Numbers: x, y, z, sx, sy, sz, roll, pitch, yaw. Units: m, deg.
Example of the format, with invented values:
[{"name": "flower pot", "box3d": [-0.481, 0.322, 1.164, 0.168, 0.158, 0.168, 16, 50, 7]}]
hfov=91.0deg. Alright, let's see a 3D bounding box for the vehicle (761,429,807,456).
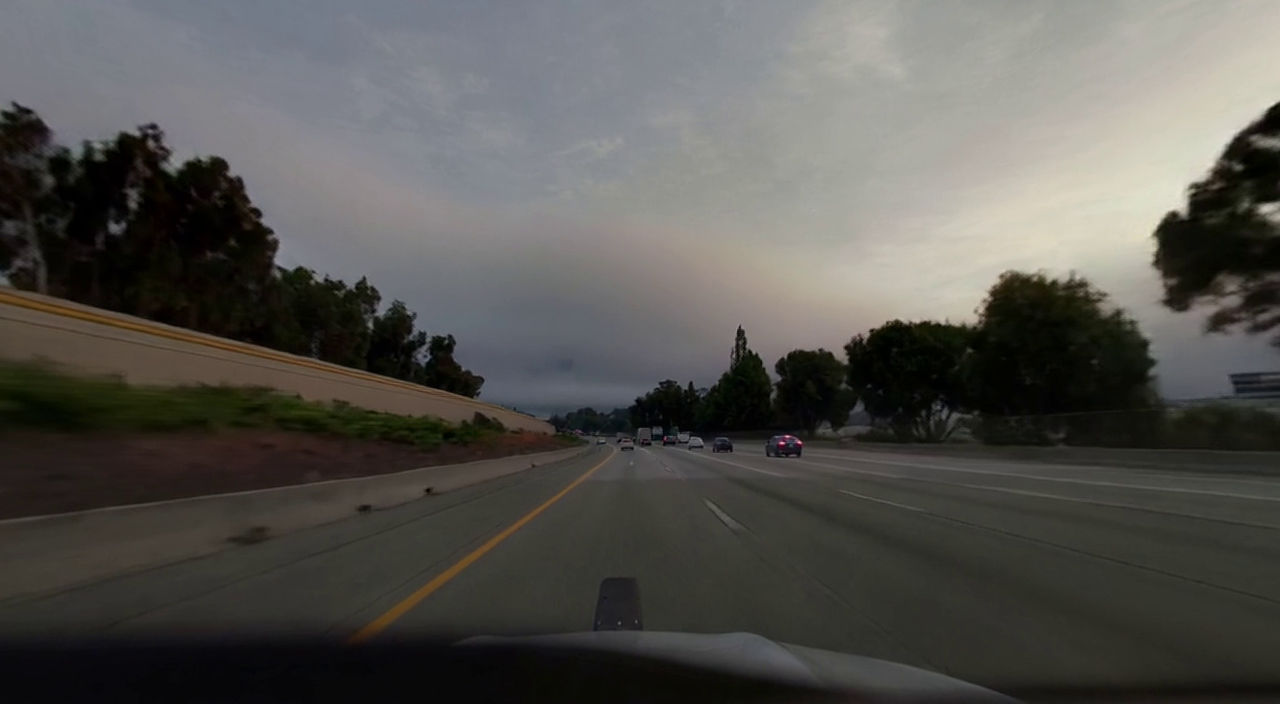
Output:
[{"name": "vehicle", "box3d": [10.009, 6.365, 44.101, 2.077, 1.763, 4.472, 0, -8, -2]}]
